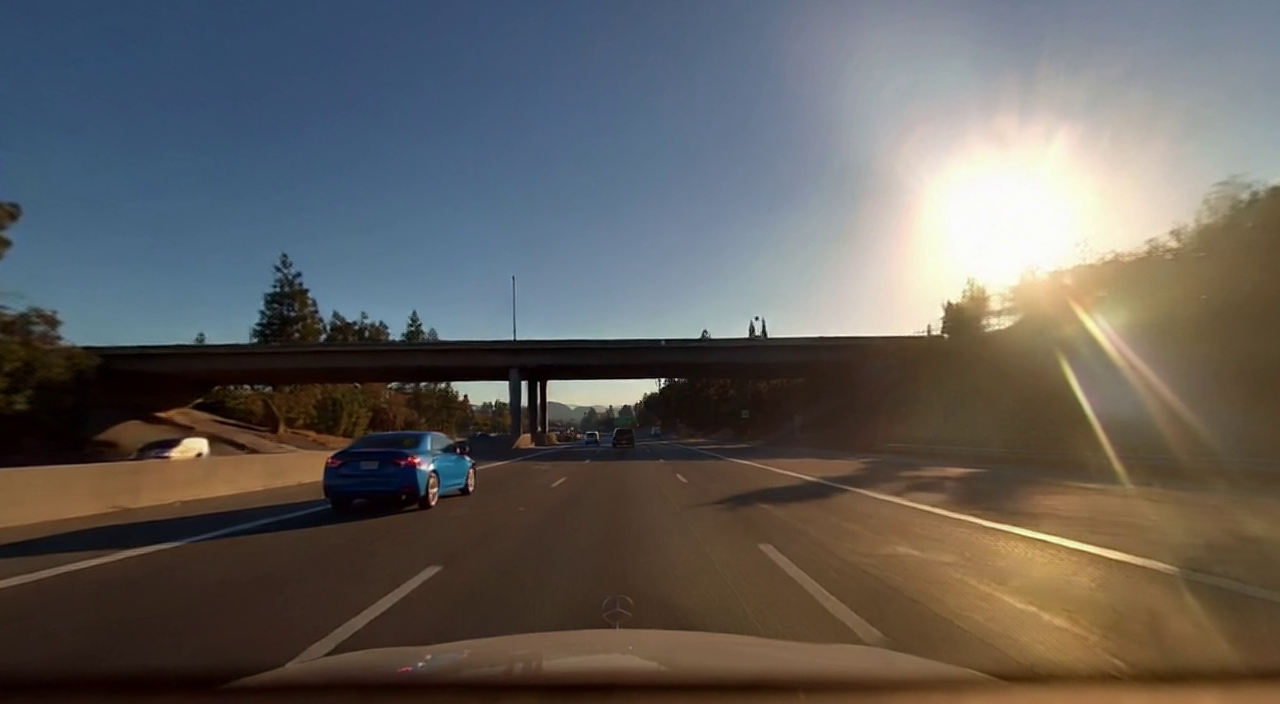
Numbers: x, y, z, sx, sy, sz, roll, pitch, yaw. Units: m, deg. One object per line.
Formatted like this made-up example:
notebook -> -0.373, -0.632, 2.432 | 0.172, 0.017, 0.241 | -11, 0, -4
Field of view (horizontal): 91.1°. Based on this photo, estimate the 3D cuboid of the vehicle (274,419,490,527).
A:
vehicle -> -4.275, 2.052, 11.394 | 2.017, 1.537, 4.496 | 0, -8, 0

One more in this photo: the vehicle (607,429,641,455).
vehicle -> -1.026, 5.890, 41.299 | 2.116, 1.625, 4.004 | 0, -8, 0

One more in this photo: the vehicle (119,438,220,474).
vehicle -> -28.346, 6.242, 38.161 | 2.072, 1.947, 5.220 | 0, -8, 0
